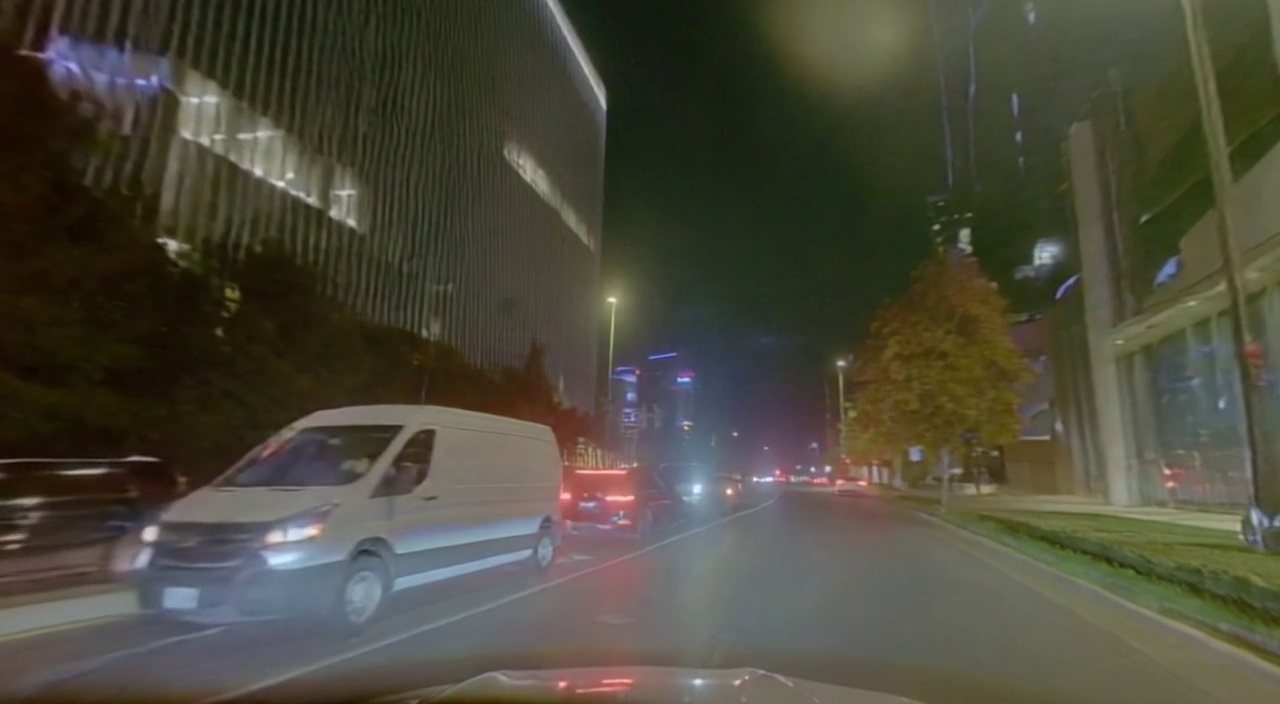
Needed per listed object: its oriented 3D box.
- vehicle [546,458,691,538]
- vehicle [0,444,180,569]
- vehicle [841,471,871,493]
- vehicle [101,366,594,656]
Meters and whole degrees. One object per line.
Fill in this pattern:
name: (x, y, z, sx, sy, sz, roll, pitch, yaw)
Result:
vehicle: (-0.298, 3.243, 14.510, 1.853, 1.495, 4.632, -5, -11, 17)
vehicle: (-8.575, 1.853, 7.634, 1.868, 1.472, 4.470, -3, -11, 18)
vehicle: (15.839, 9.507, 46.346, 1.899, 1.470, 3.666, -2, -10, 16)
vehicle: (-2.457, 1.614, 7.270, 2.104, 2.013, 5.252, -4, -11, 16)
